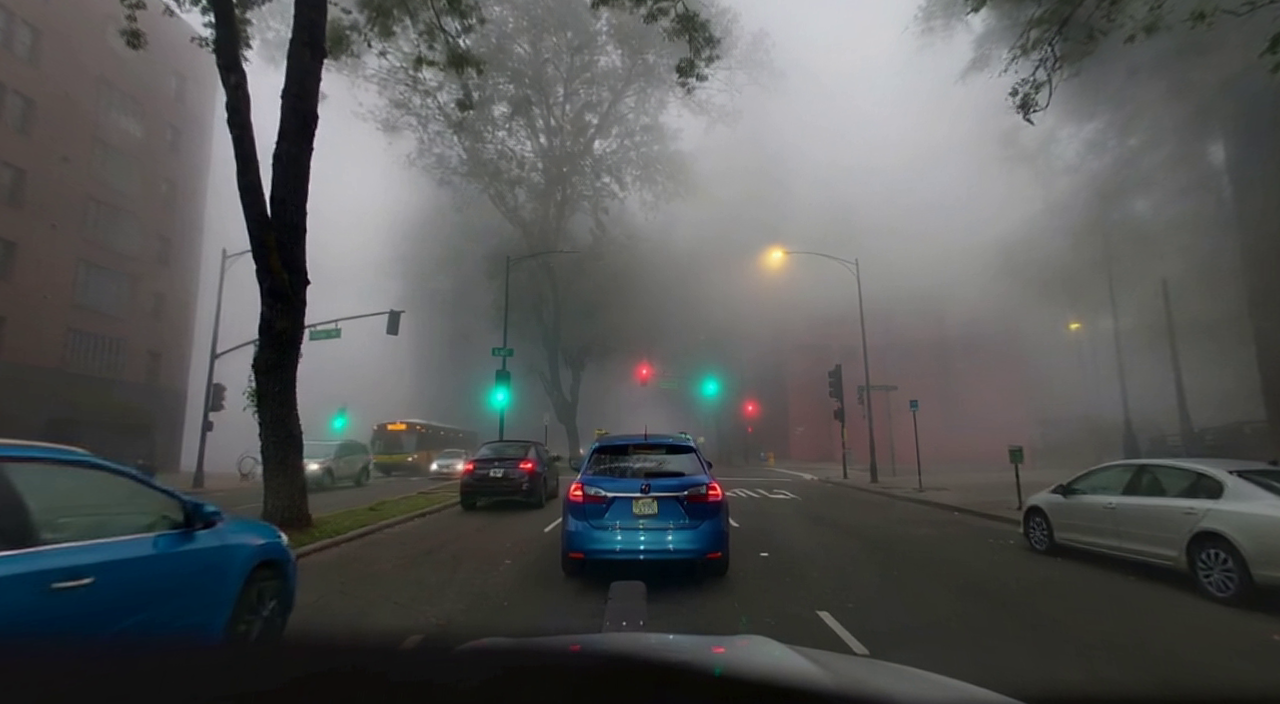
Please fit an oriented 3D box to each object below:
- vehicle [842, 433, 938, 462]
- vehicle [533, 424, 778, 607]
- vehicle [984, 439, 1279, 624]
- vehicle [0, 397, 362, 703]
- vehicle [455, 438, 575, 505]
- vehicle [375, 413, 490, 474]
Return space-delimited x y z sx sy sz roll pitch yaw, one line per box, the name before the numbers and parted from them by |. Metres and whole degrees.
vehicle | 16.395 6.266 41.511 5.345 1.811 2.175 0 -9 -1
vehicle | 0.106 1.623 7.061 2.022 1.481 3.564 0 -9 -1
vehicle | 6.000 1.708 6.906 1.873 1.453 4.579 0 -9 0
vehicle | -3.090 0.966 2.468 1.970 1.492 4.534 0 -9 -1
vehicle | -3.010 2.982 16.175 2.131 1.486 4.089 0 -9 2
vehicle | -13.007 6.034 41.396 3.071 3.337 13.201 0 -9 0
